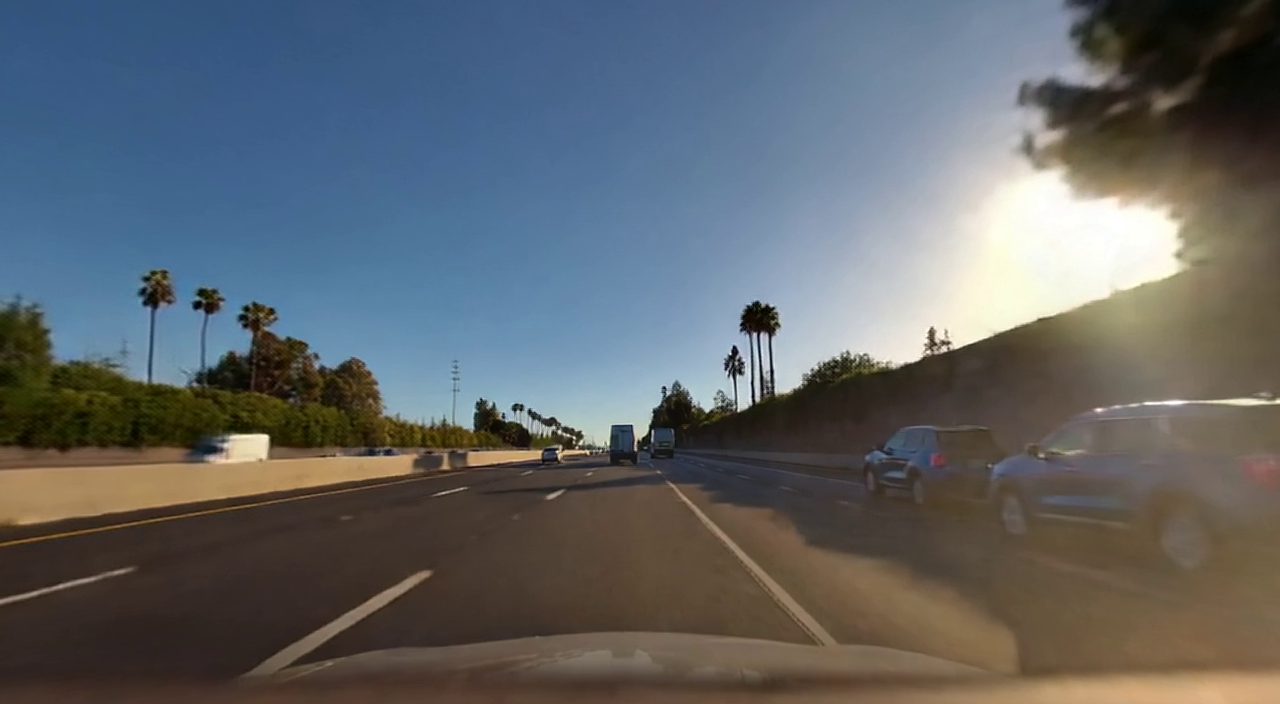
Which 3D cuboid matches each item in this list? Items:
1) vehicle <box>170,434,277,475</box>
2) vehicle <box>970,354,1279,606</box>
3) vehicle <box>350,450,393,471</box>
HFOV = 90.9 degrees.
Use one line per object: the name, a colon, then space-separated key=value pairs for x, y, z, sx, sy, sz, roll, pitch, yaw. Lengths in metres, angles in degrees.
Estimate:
vehicle: x=-25.786 y=6.374 z=39.481 sx=2.182 sy=2.322 sz=6.593 roll=0 pitch=-8 yaw=0
vehicle: x=6.804 y=1.473 z=7.986 sx=2.408 sy=2.210 sz=4.999 roll=0 pitch=-8 yaw=-1
vehicle: x=-18.668 y=7.526 z=43.960 sx=1.523 sy=1.372 sz=3.385 roll=0 pitch=-8 yaw=0
